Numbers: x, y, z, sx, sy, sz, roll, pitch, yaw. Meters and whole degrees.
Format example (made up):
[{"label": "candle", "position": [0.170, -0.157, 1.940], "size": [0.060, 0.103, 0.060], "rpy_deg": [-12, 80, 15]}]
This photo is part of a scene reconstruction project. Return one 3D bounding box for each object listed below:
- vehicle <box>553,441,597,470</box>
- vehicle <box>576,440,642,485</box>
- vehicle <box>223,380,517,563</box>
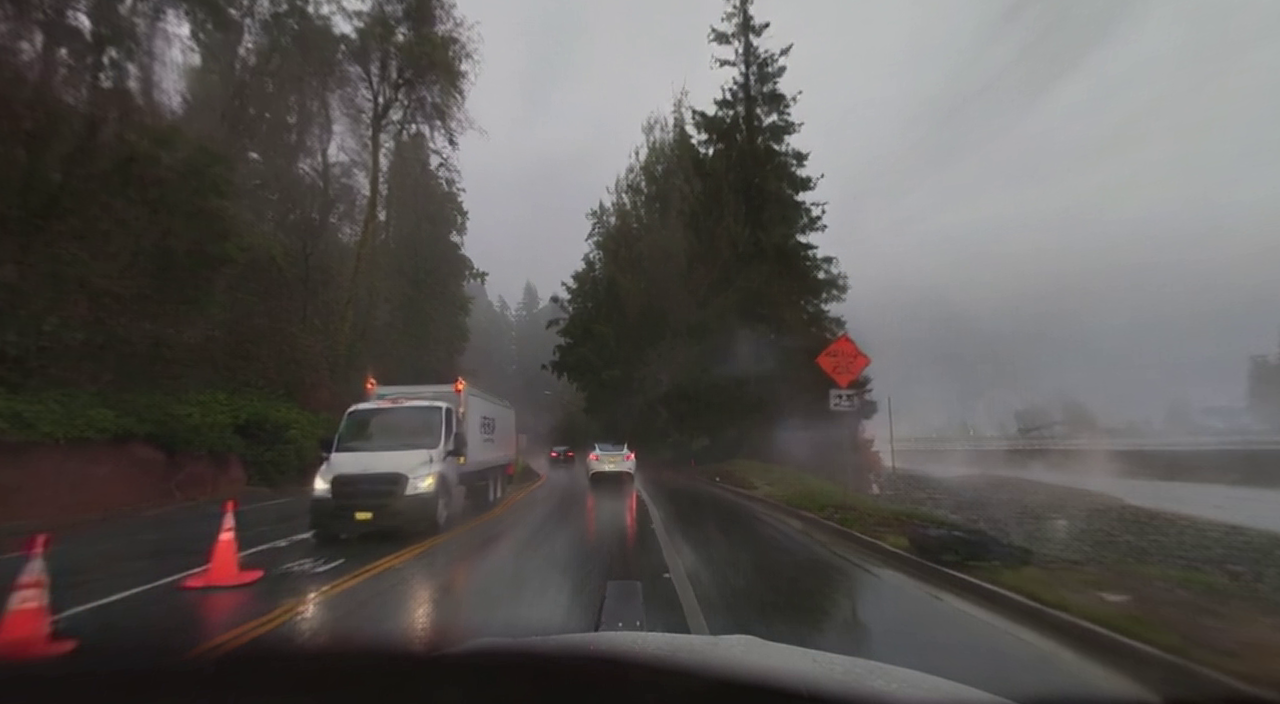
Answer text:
[{"label": "vehicle", "position": [-3.772, 5.865, 35.872], "size": [2.014, 1.510, 3.841], "rpy_deg": [2, -9, -13]}, {"label": "vehicle", "position": [-1.254, 4.031, 23.393], "size": [2.186, 1.463, 4.356], "rpy_deg": [1, -9, -6]}, {"label": "vehicle", "position": [-3.668, 1.814, 10.365], "size": [2.671, 2.053, 6.074], "rpy_deg": [1, -9, -6]}]
